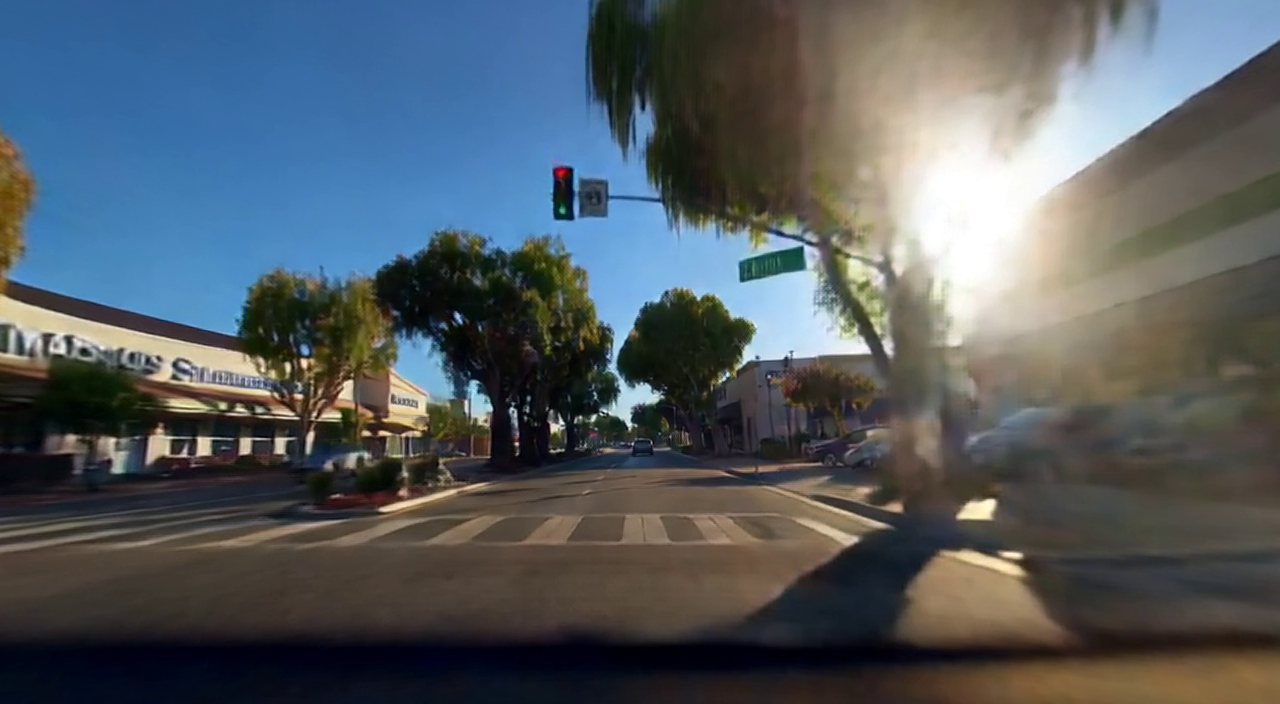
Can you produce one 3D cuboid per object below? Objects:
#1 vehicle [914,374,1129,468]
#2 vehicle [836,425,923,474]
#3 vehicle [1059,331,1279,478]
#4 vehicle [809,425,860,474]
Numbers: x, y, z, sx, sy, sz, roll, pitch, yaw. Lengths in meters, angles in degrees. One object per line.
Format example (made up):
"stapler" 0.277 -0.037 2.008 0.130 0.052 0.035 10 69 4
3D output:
"vehicle" 15.931 3.211 27.703 2.814 3.328 10.467 0 -8 0
"vehicle" 9.562 3.972 25.436 1.655 1.820 3.969 0 -10 -5
"vehicle" 15.674 1.674 17.553 3.161 3.209 7.934 -1 -8 8
"vehicle" 9.561 4.937 31.191 1.917 1.876 4.629 -7 -15 12
